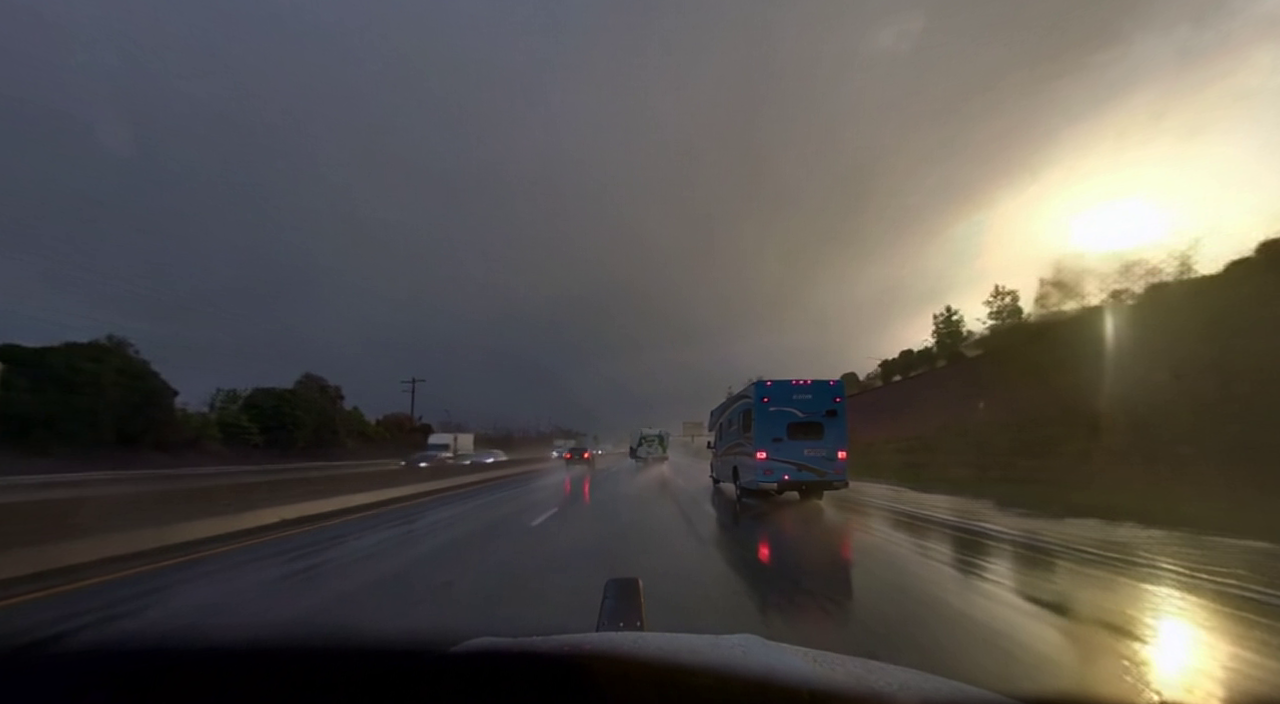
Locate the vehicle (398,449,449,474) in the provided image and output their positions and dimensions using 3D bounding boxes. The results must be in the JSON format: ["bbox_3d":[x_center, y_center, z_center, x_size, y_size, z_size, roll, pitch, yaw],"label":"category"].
[{"bbox_3d":[-15.182,7.678,44.522,1.953,1.647,4.472,0,-9,1],"label":"vehicle"}]

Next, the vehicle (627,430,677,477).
[{"bbox_3d":[0.589,5.531,34.482,2.524,2.310,4.986,0,-9,0],"label":"vehicle"}]

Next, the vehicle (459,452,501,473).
[{"bbox_3d":[-11.160,7.721,44.243,1.794,1.424,3.959,0,-9,1],"label":"vehicle"}]

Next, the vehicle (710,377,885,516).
[{"bbox_3d":[3.709,2.532,16.980,2.607,2.910,7.252,0,-9,-2],"label":"vehicle"}]

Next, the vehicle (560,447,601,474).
[{"bbox_3d":[-3.546,6.563,38.267,1.959,1.502,4.559,0,-9,1],"label":"vehicle"}]
